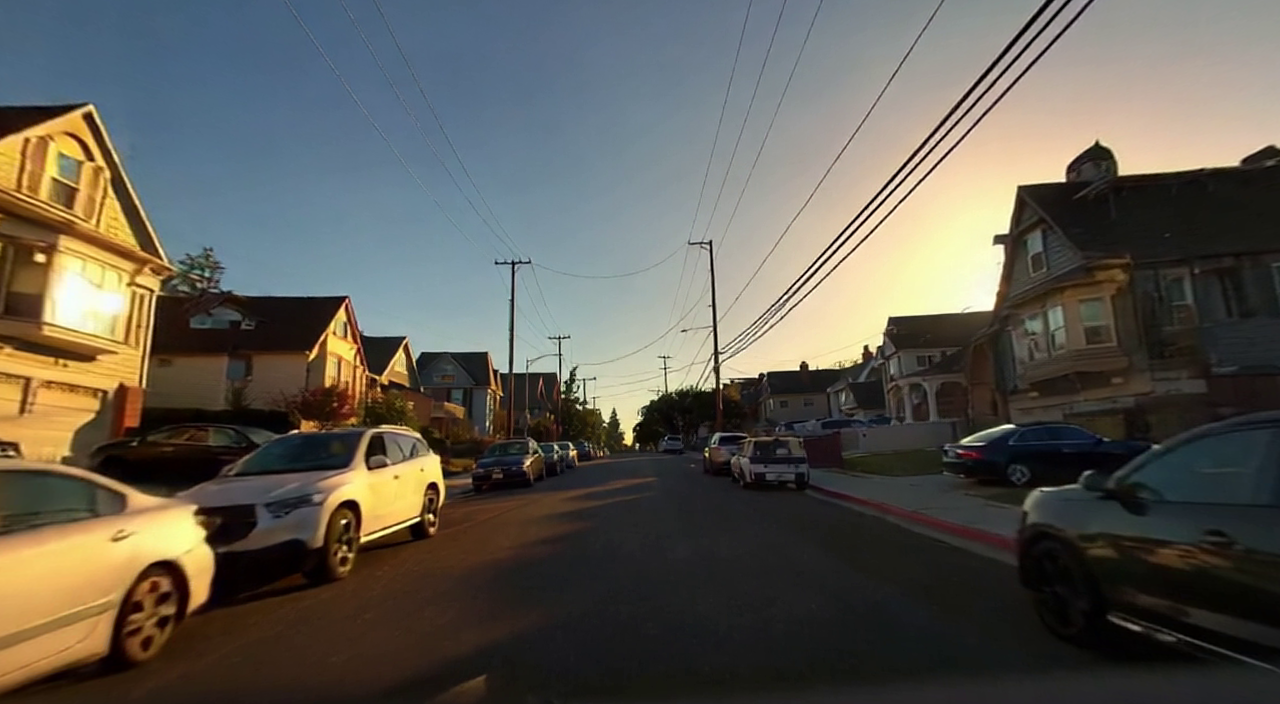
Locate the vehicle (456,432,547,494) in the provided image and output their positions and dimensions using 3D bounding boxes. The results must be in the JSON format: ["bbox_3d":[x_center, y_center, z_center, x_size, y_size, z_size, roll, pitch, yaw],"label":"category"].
[{"bbox_3d":[-4.386,3.663,20.793,2.031,1.708,4.746,-2,-10,-1],"label":"vehicle"}]

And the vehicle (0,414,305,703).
[{"bbox_3d":[-3.823,1.088,3.182,2.024,1.460,4.600,0,-9,-4],"label":"vehicle"}]

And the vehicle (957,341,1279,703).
[{"bbox_3d":[3.696,0.838,2.719,2.025,1.741,4.748,0,-9,-2],"label":"vehicle"}]

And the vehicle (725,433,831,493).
[{"bbox_3d":[3.600,2.995,17.355,2.083,1.407,4.506,-1,-9,3],"label":"vehicle"}]

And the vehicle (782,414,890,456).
[{"bbox_3d":[8.741,3.765,28.488,4.170,1.811,1.978,0,-9,-1],"label":"vehicle"}]
